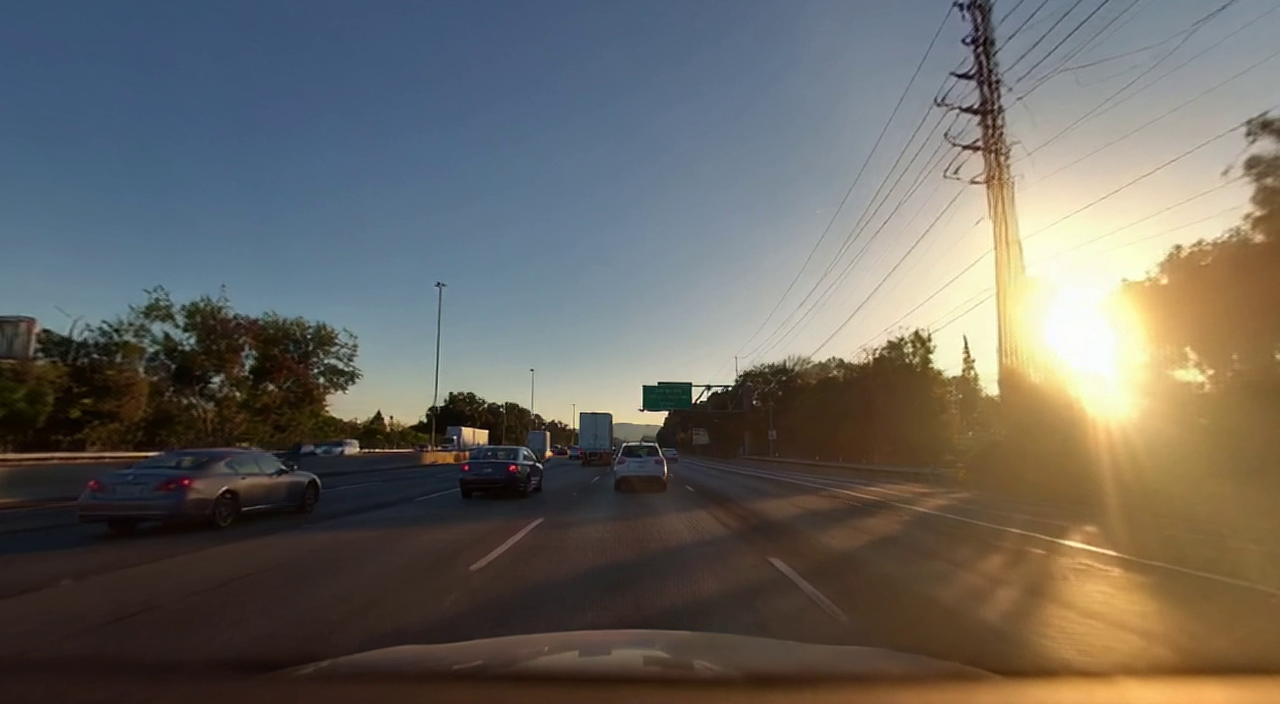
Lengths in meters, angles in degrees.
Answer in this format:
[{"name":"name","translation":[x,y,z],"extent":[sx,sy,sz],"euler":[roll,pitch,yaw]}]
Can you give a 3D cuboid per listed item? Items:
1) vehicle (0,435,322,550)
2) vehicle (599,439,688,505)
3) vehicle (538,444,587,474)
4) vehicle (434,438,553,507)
[{"name":"vehicle","translation":[-7.338,2.125,10.287],"extent":[1.867,1.445,4.499],"euler":[0,-9,1]},{"name":"vehicle","translation":[0.019,3.044,16.524],"extent":[2.018,1.470,4.491],"euler":[0,-9,-2]},{"name":"vehicle","translation":[-3.888,5.452,32.299],"extent":[2.013,1.437,3.801],"euler":[0,-9,0]},{"name":"vehicle","translation":[-3.469,2.930,15.750],"extent":[1.912,1.464,4.115],"euler":[0,-9,1]}]
